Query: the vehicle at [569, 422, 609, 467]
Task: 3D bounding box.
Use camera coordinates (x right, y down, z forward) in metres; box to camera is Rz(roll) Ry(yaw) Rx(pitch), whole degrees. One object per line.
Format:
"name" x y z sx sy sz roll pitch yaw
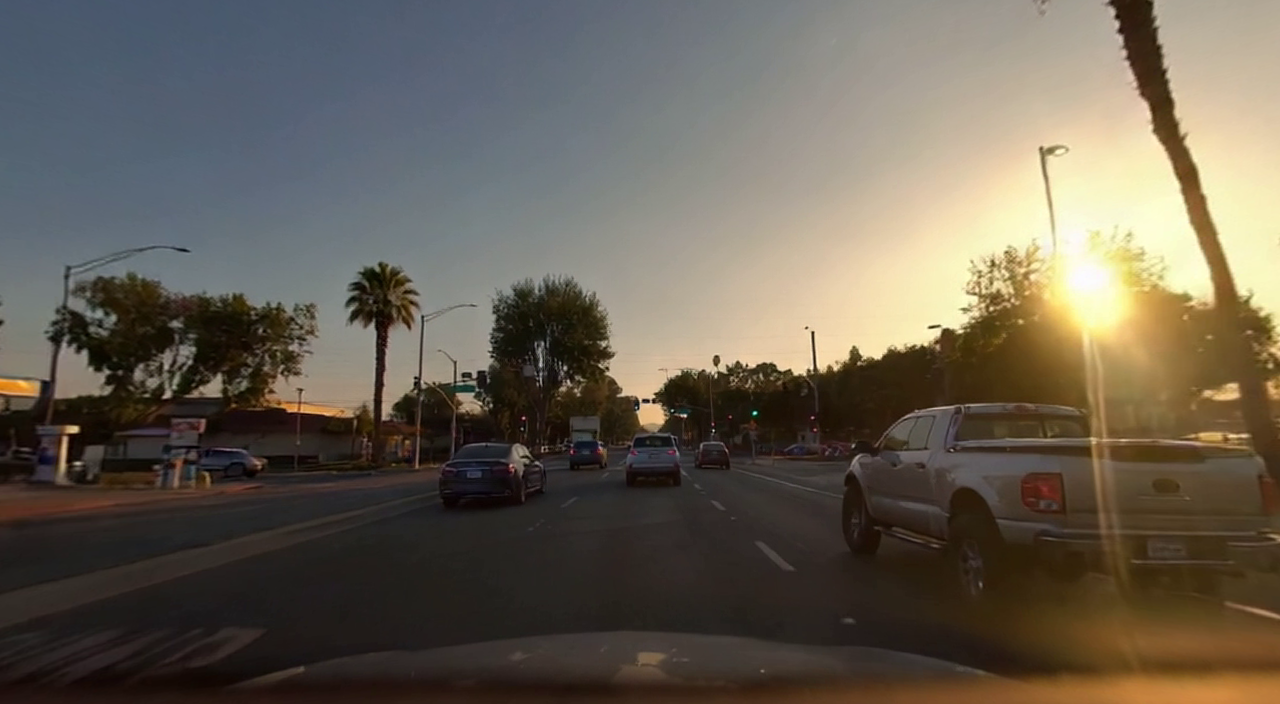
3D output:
"vehicle" -3.429 6.362 43.366 2.393 2.865 5.466 0 -8 -1

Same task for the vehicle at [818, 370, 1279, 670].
"vehicle" 3.745 1.422 6.675 2.120 1.828 5.531 0 -8 1

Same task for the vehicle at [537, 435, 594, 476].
"vehicle" -3.541 5.034 30.728 2.071 1.811 4.605 0 -8 2

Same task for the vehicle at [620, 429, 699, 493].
"vehicle" 0.585 3.559 20.968 2.295 1.835 5.471 0 -8 1

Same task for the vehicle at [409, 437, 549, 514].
"vehicle" -3.556 2.814 14.920 1.983 1.502 4.720 0 -8 1

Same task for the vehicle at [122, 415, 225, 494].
"vehicle" -18.611 4.051 25.036 3.441 2.870 2.109 -7 -10 35

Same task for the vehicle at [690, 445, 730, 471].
"vehicle" 4.084 6.258 37.185 1.901 1.401 3.965 0 -8 0
